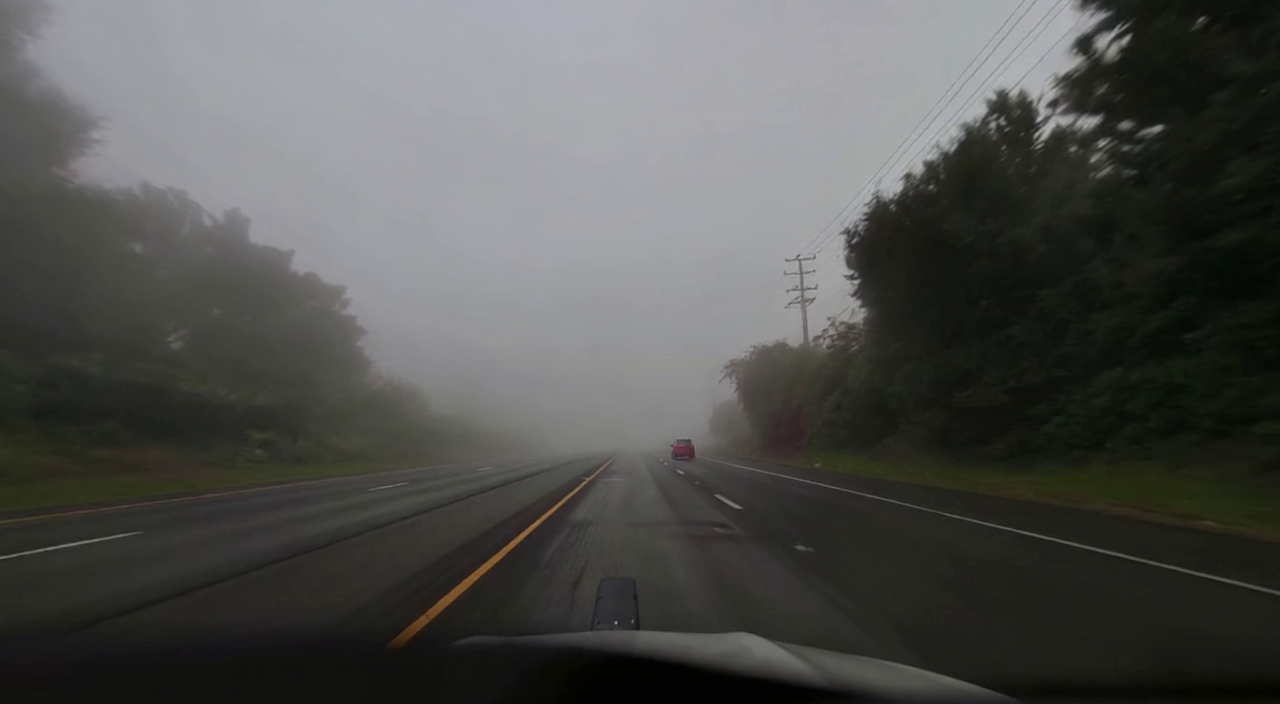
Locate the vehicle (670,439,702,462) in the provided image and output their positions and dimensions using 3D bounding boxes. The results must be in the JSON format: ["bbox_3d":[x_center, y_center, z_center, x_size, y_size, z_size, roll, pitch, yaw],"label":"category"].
[{"bbox_3d":[3.325,7.204,46.281,1.977,1.581,4.428,-1,-8,0],"label":"vehicle"}]
